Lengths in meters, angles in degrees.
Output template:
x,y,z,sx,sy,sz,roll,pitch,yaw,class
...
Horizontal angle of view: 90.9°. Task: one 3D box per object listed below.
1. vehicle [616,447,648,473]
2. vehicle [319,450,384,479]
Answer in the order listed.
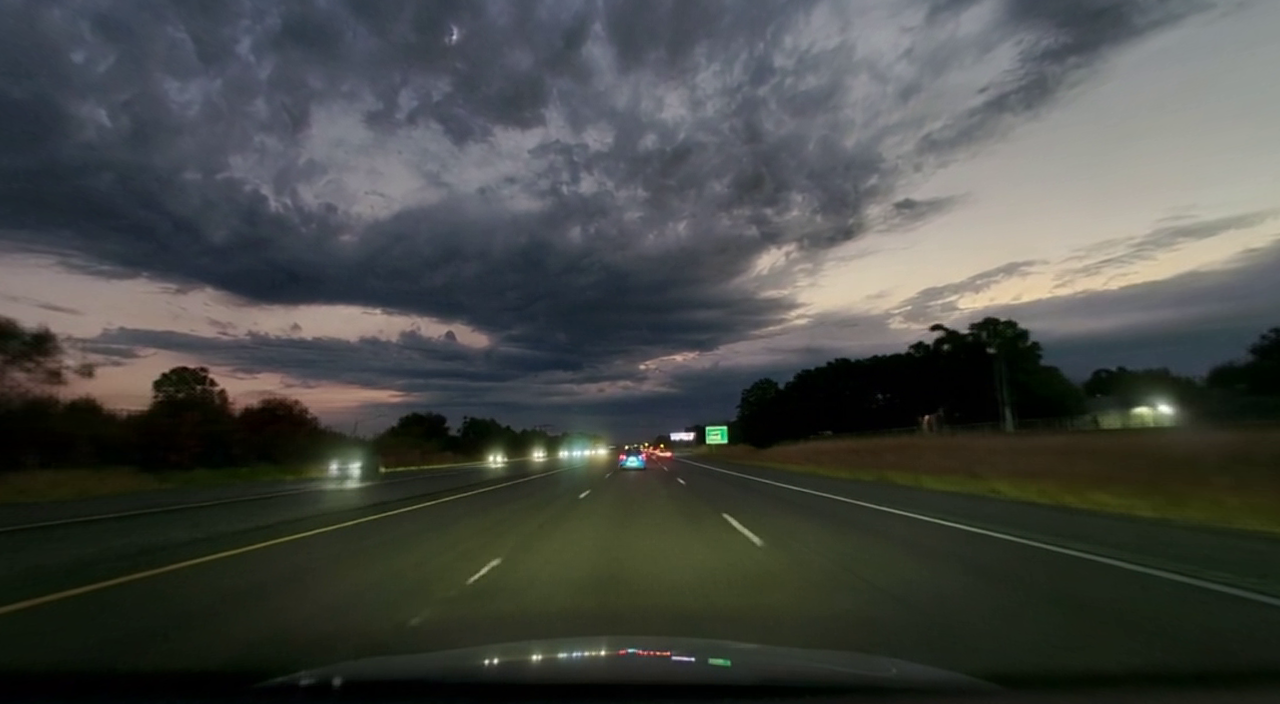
x,y,z,sx,sy,sz,roll,pitch,yaw,class
-0.489,6.757,39.438,1.916,1.494,4.335,0,-9,0,vehicle
-18.074,7.045,39.689,1.975,1.674,4.661,0,-9,-1,vehicle
